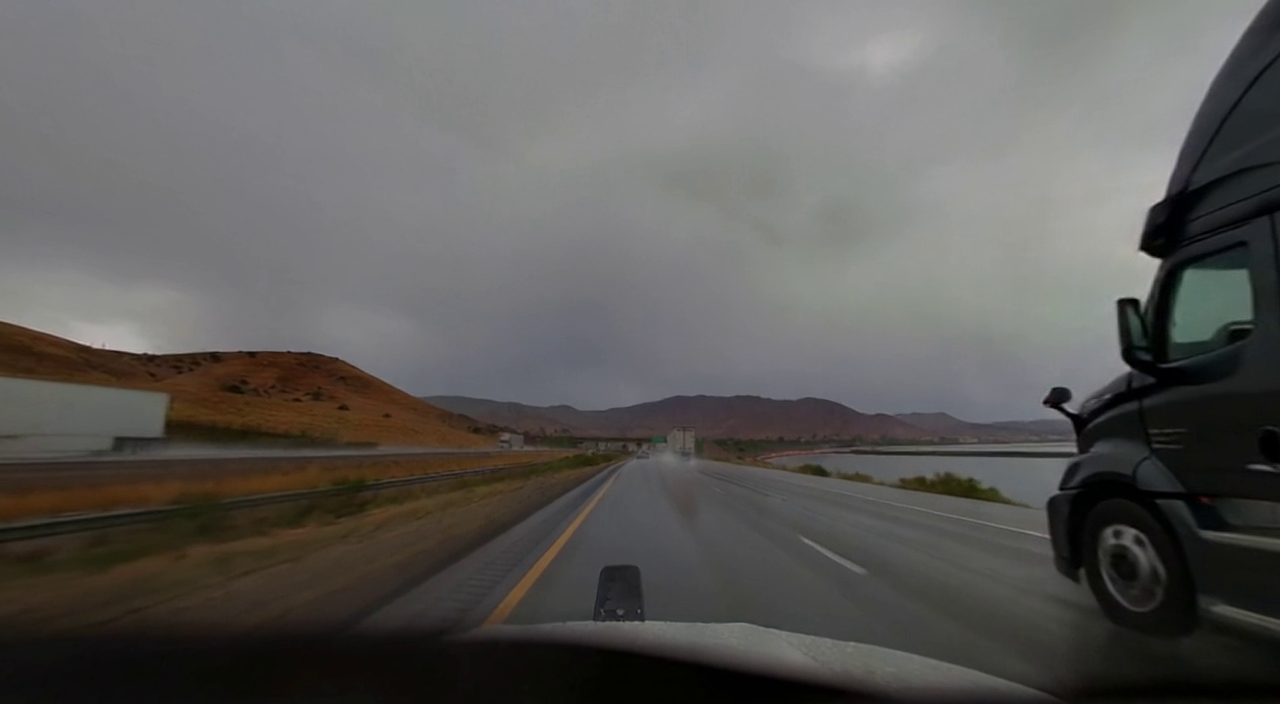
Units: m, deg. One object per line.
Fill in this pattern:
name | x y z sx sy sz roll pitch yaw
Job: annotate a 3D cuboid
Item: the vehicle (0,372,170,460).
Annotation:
vehicle | -32.080 3.589 33.445 2.889 4.150 14.624 0 -9 0
